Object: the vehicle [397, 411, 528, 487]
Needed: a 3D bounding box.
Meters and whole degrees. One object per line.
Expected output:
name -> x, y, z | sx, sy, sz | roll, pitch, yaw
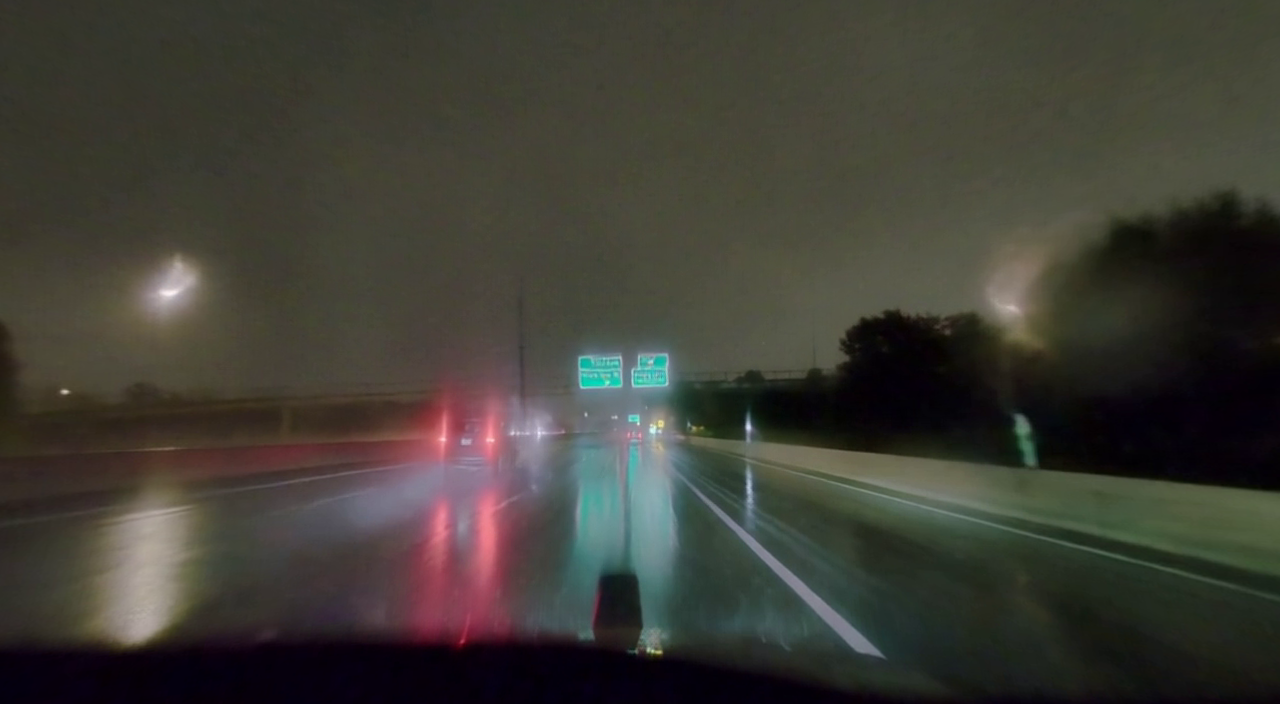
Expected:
vehicle -> -4.491, 2.546, 16.820 | 2.153, 1.730, 4.772 | 0, -8, -1
